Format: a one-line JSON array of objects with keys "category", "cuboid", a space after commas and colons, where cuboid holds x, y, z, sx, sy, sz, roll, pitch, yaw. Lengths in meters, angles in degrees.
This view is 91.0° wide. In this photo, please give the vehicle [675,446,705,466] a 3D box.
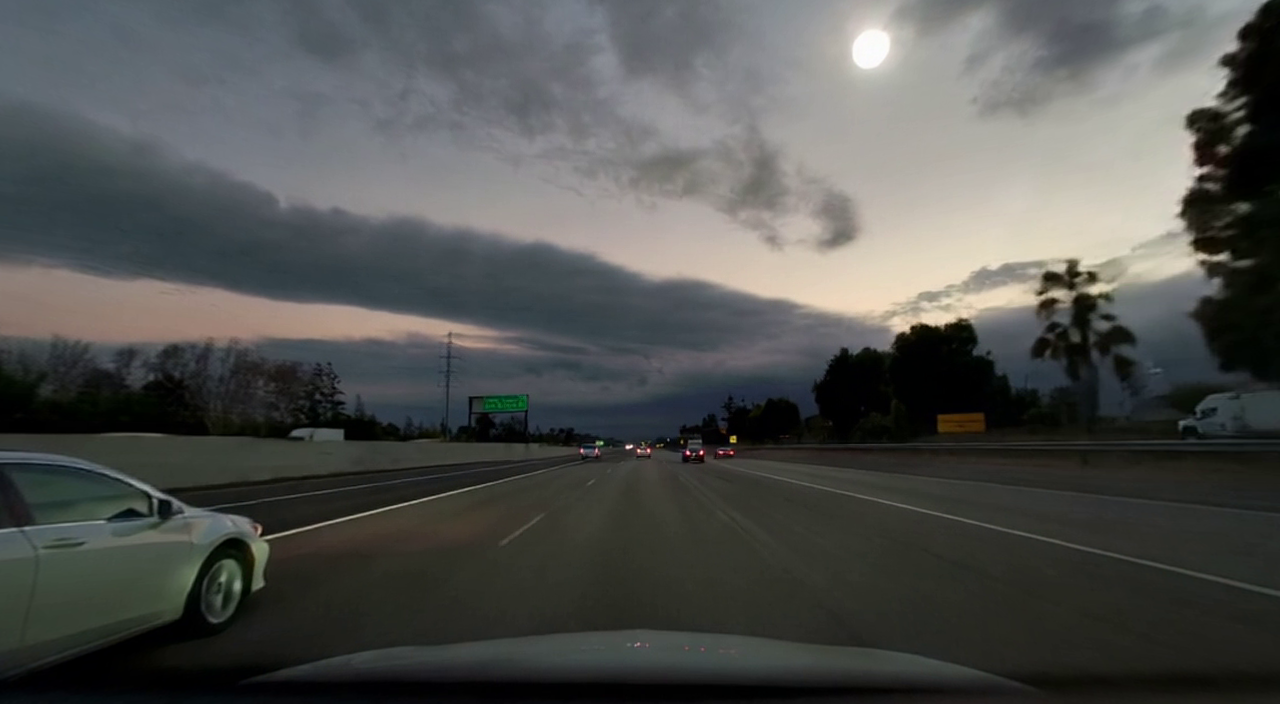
[{"category": "vehicle", "cuboid": [3.866, 8.176, 49.617, 2.076, 1.506, 4.050, 0, -9, 0]}]

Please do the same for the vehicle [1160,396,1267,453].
[{"category": "vehicle", "cuboid": [41.955, 5.384, 46.265, 2.985, 3.956, 4.846, 0, -9, 1]}]

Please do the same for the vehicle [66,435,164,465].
[{"category": "vehicle", "cuboid": [-28.856, 5.408, 34.794, 1.850, 1.579, 4.049, 0, -9, 1]}]
